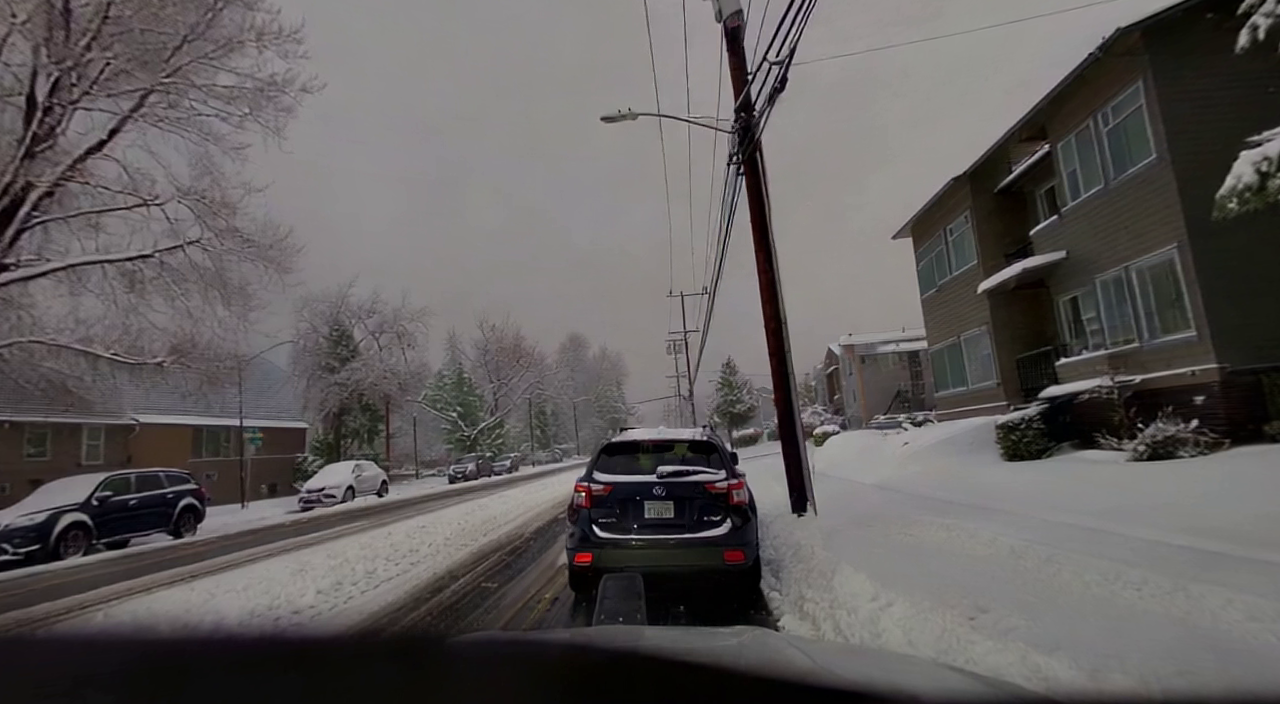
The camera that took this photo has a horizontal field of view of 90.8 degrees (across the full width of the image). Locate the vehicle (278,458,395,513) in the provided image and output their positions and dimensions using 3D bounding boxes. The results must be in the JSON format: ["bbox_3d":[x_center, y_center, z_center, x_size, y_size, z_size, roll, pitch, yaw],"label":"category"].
[{"bbox_3d":[-11.468,5.045,24.275,2.017,1.582,4.664,-7,-9,2],"label":"vehicle"}]

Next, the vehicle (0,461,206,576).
[{"bbox_3d":[-11.297,3.221,12.645,2.068,1.745,4.579,-7,-9,-1],"label":"vehicle"}]

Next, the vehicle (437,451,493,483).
[{"bbox_3d":[-10.859,7.150,39.555,2.011,1.801,4.676,-1,-8,1],"label":"vehicle"}]

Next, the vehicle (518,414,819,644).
[{"bbox_3d":[0.281,1.549,6.696,2.030,1.535,4.683,-1,-8,2],"label":"vehicle"}]
